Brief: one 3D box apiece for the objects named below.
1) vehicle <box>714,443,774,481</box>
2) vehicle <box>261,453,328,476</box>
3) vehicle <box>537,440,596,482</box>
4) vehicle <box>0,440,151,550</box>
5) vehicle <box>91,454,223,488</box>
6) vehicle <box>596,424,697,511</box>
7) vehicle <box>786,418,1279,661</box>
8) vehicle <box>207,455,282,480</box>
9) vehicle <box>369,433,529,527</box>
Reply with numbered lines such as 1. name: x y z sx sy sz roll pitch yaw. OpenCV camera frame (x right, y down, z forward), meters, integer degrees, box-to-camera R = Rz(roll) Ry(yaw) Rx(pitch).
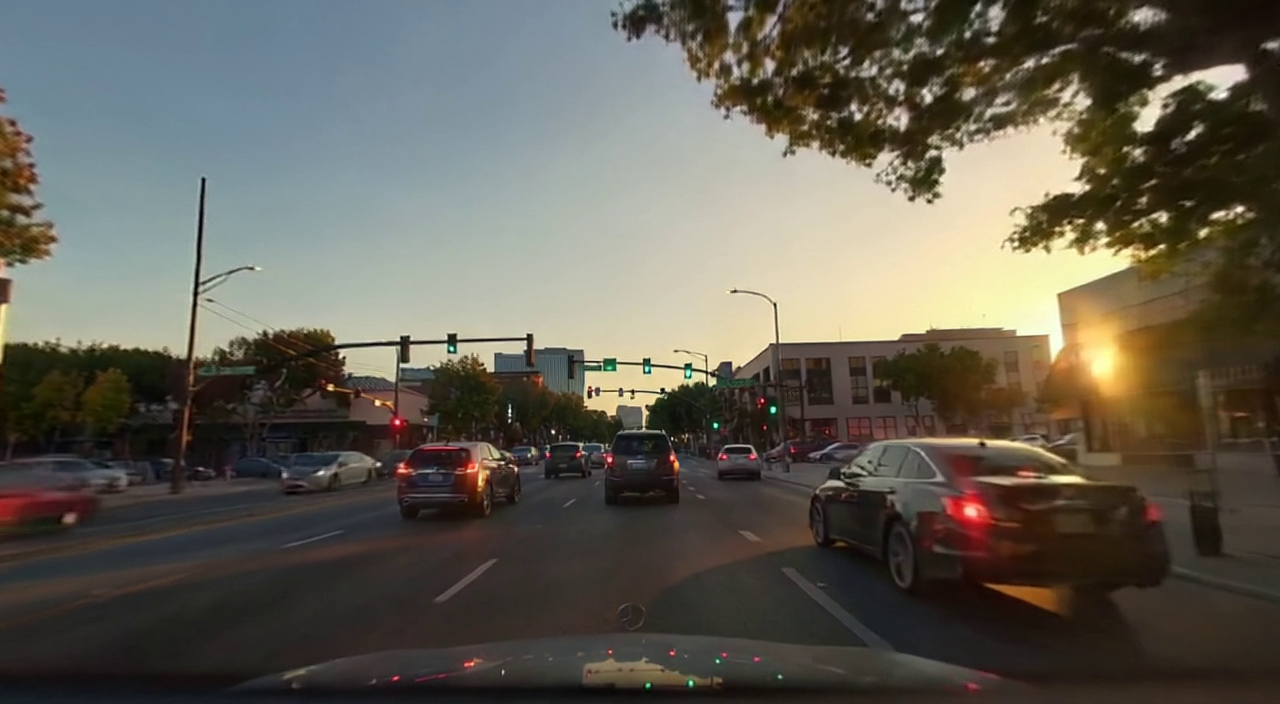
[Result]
1. vehicle: 4.259 4.561 26.490 1.986 1.457 4.566 0 -8 3
2. vehicle: -27.169 8.836 49.631 4.221 1.703 1.930 -1 -8 6
3. vehicle: -3.035 4.590 26.841 1.894 1.642 3.861 0 -8 2
4. vehicle: -10.961 2.326 10.472 1.948 1.691 4.532 0 -8 1
5. vehicle: -29.648 7.270 38.966 2.021 1.802 5.987 -5 -10 30
6. vehicle: 0.176 2.679 15.054 2.075 1.770 4.018 0 -8 1
7. vehicle: 2.977 1.490 6.168 2.030 1.492 4.383 0 -8 0
8. vehicle: -29.250 8.548 46.713 4.337 1.690 1.875 -1 -8 5
9. vehicle: -3.680 2.529 13.054 1.886 1.599 4.247 0 -8 1
